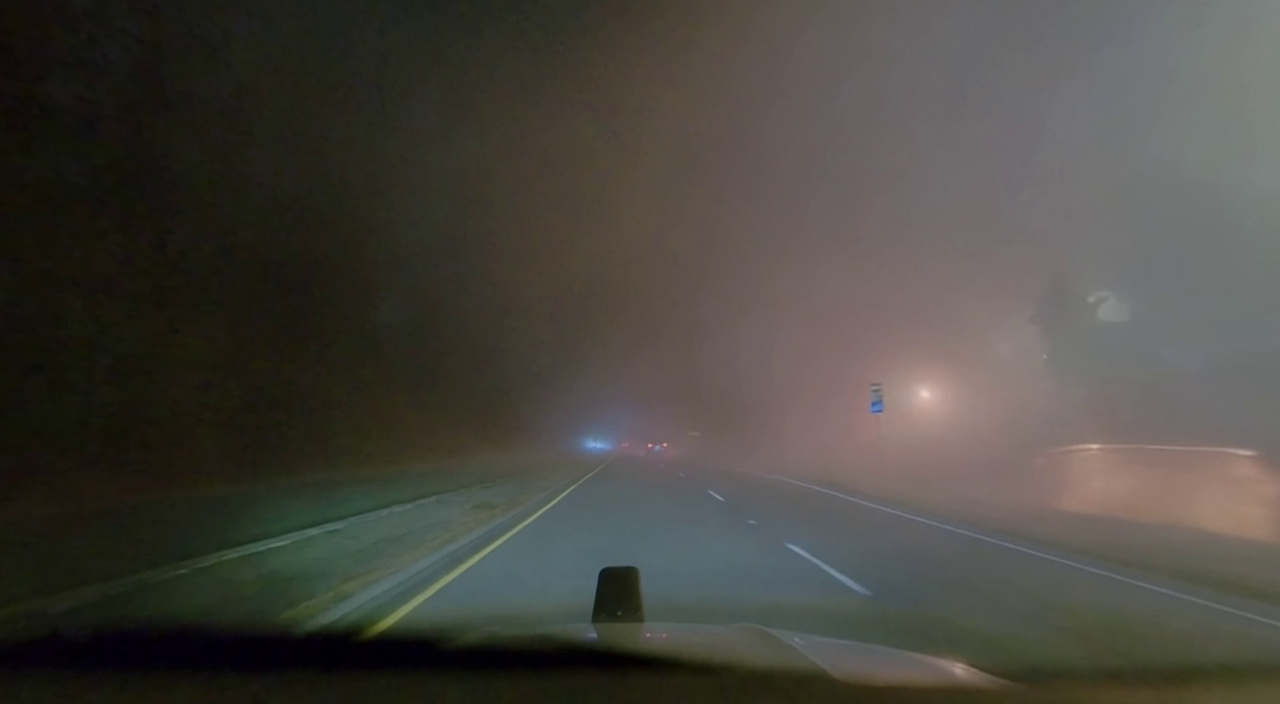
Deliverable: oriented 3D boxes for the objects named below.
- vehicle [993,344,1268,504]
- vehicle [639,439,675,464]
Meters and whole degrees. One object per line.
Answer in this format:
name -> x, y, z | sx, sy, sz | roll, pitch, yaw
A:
vehicle -> 10.986, 1.762, 14.907 | 3.250, 3.147, 4.411 | -1, -9, 11
vehicle -> 1.208, 7.392, 47.022 | 2.183, 1.744, 4.424 | 1, -9, -4
